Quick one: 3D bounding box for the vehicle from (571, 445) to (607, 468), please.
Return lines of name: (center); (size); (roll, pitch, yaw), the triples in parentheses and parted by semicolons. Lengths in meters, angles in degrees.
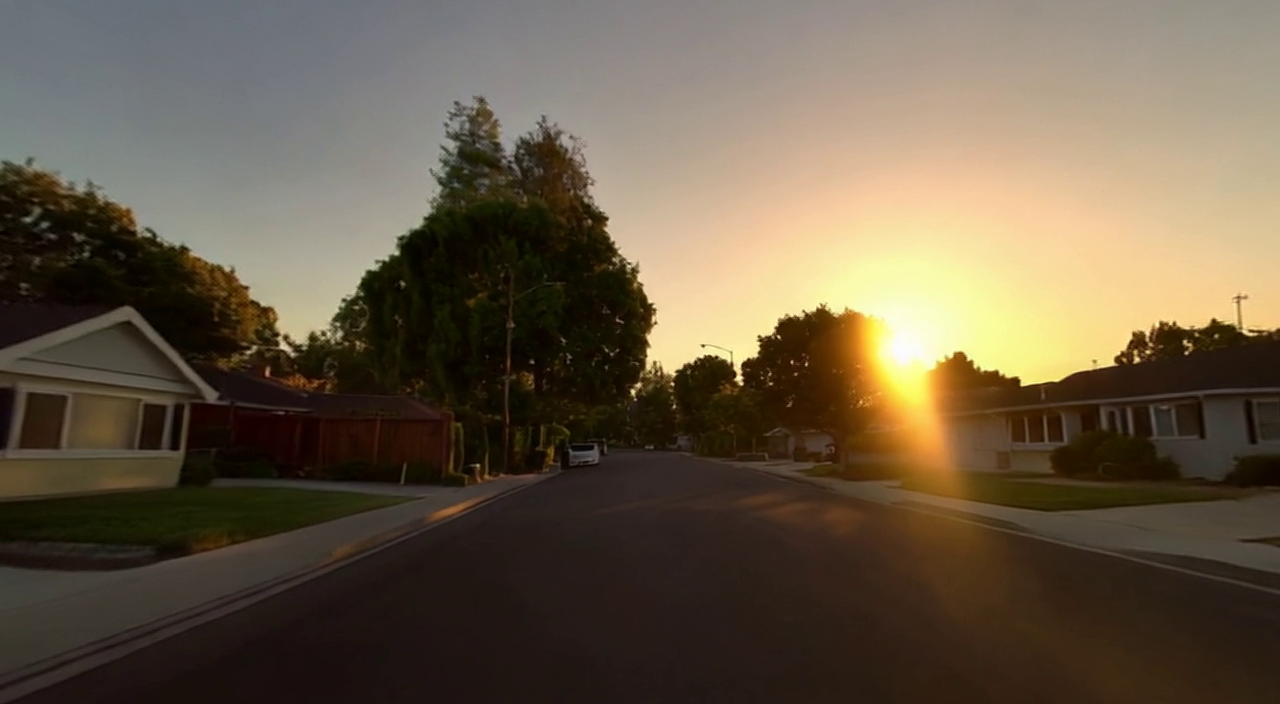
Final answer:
vehicle: (-3.364, 7.024, 42.509); (2.017, 1.397, 4.004); (-1, -8, 2)
